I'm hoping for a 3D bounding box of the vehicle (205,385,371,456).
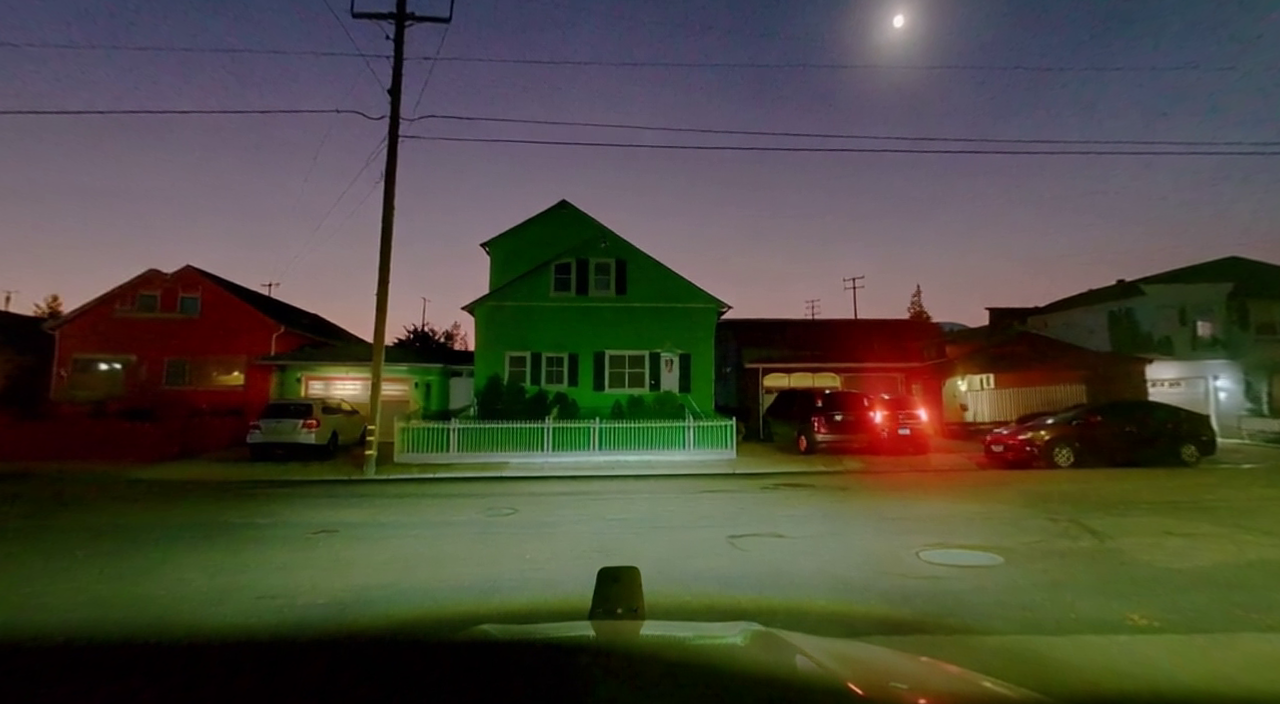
[{"bbox_3d":[-9.826,2.056,18.154,2.091,1.760,4.760,0,-8,-1],"label":"vehicle"}]

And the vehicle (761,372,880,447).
[{"bbox_3d":[5.002,1.753,18.180,2.081,1.891,4.367,0,-8,-1],"label":"vehicle"}]

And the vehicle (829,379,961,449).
[{"bbox_3d":[7.186,1.895,18.278,2.053,1.756,4.034,0,-9,-1],"label":"vehicle"}]

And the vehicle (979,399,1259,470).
[{"bbox_3d":[10.576,1.874,14.233,4.644,1.482,1.997,0,-8,1],"label":"vehicle"}]
